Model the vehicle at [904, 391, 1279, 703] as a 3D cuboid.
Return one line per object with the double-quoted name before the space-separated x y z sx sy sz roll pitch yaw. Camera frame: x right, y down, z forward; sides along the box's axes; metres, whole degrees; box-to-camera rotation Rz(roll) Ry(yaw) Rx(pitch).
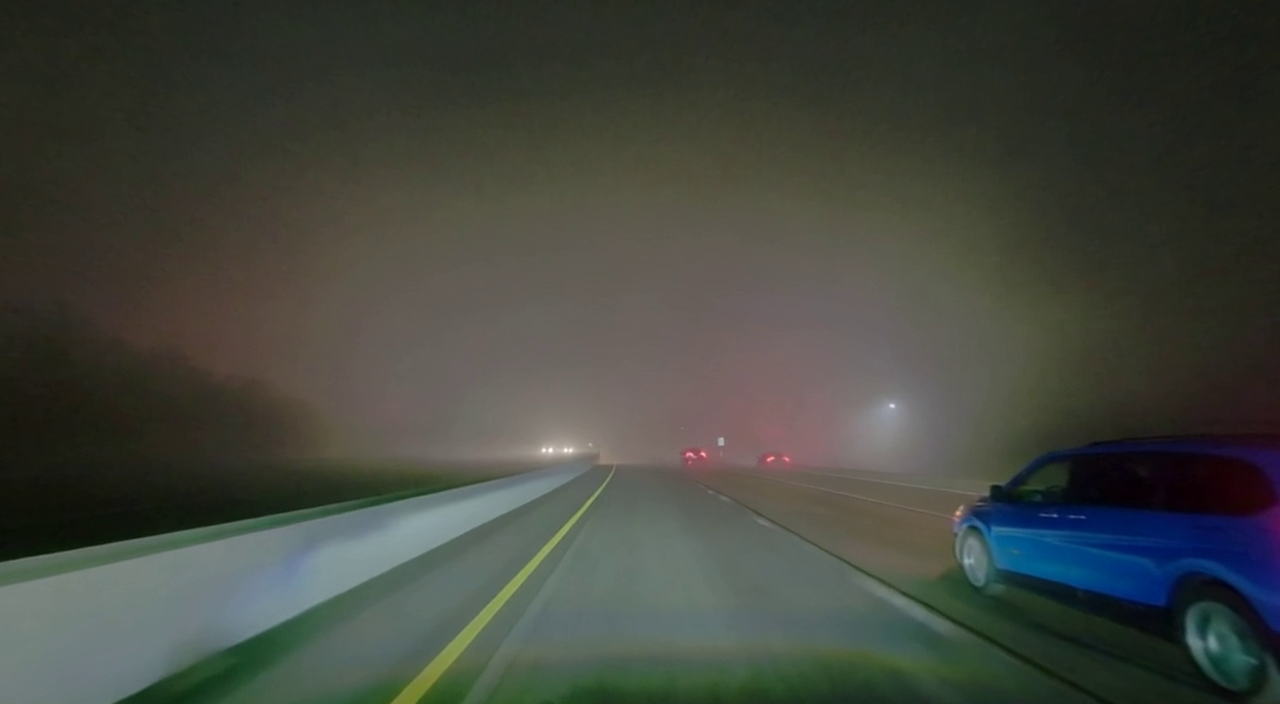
"vehicle" 3.647 1.186 4.025 2.002 1.604 4.265 -1 -9 0
